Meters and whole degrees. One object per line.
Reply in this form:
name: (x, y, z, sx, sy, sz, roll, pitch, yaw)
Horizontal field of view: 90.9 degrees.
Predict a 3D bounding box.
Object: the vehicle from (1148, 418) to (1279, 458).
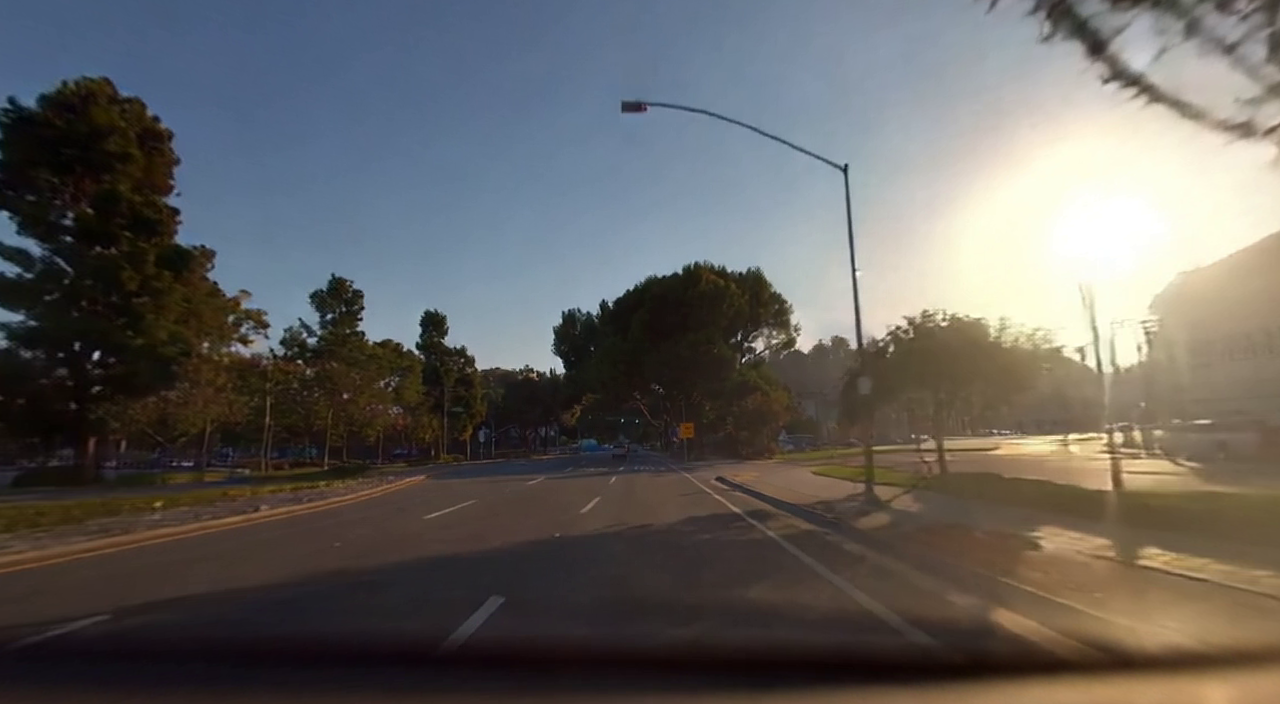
vehicle: (25.976, 3.888, 28.420, 4.384, 1.682, 1.866, -1, -9, 3)
